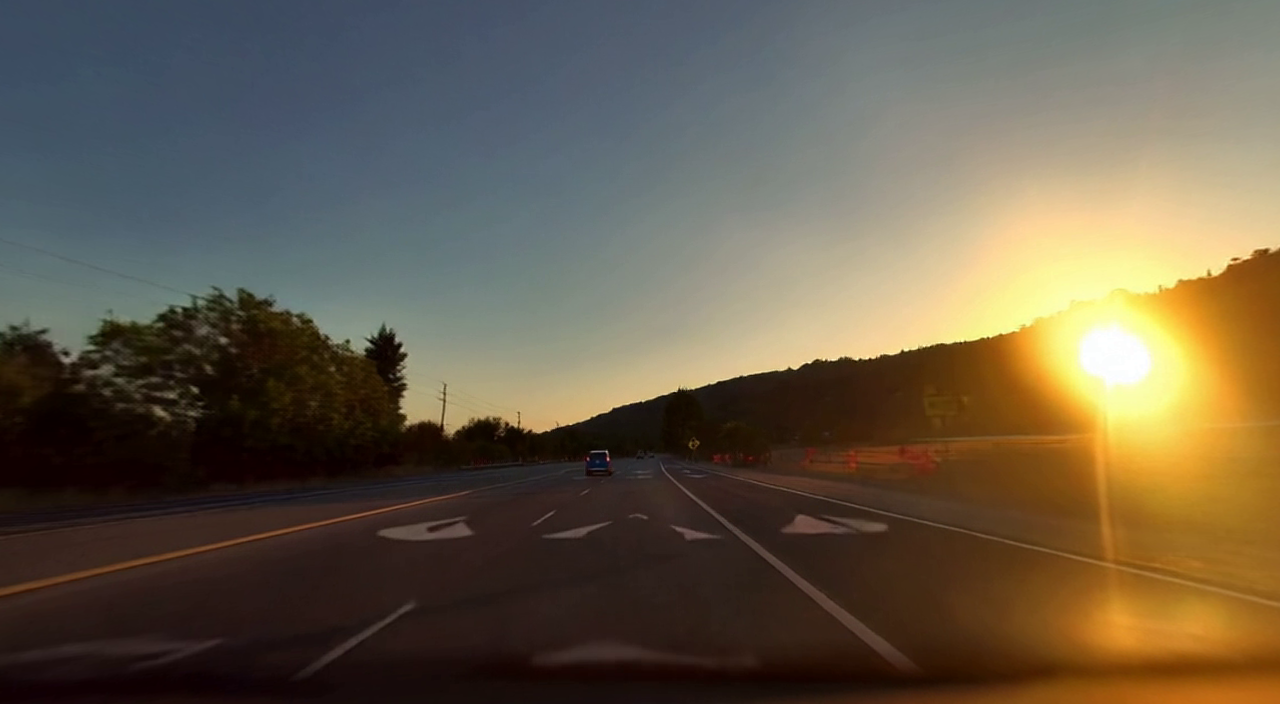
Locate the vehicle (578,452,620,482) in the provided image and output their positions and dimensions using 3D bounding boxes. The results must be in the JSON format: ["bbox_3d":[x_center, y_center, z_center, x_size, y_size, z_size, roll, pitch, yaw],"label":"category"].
[{"bbox_3d":[-2.363,6.811,37.562,2.053,1.647,4.252,-1,-9,2],"label":"vehicle"}]
